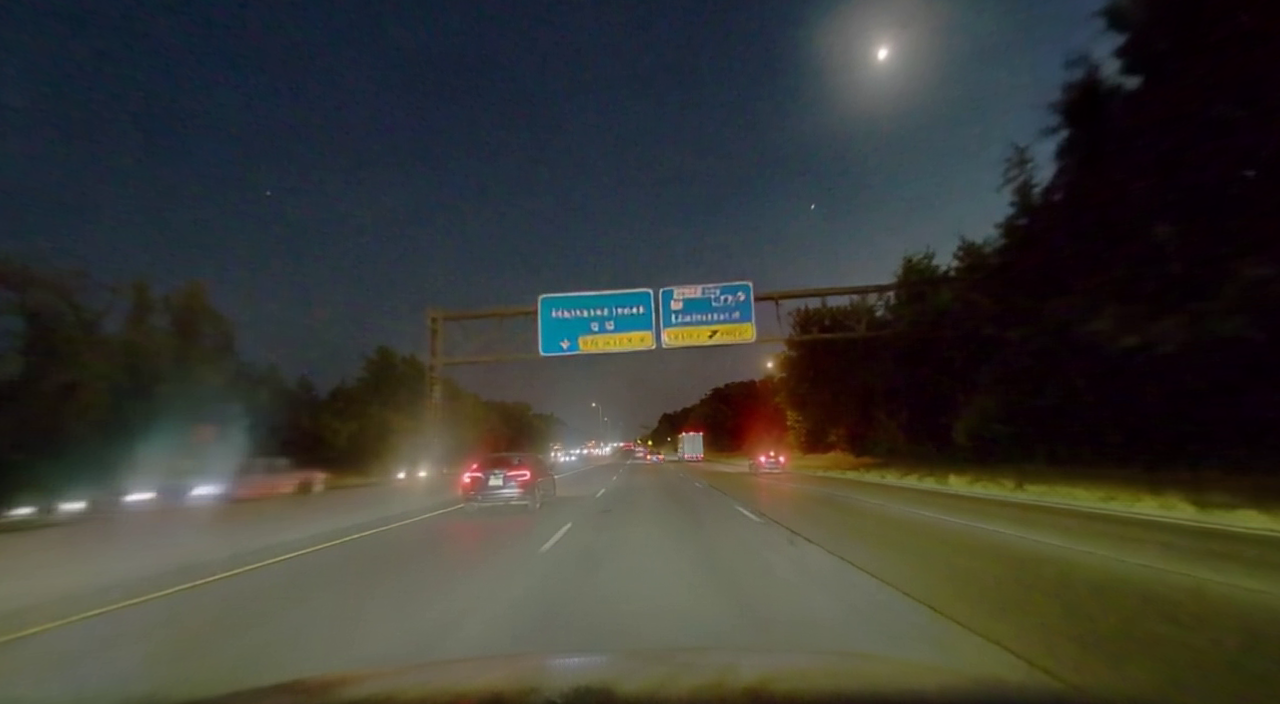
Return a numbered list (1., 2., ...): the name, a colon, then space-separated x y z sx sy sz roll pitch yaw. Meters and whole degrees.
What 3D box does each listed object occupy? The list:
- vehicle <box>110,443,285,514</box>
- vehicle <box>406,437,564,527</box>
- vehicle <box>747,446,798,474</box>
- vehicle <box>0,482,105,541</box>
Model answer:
1. vehicle: -15.038 4.272 21.926 2.276 2.132 5.070 0 -9 1
2. vehicle: -3.004 2.642 13.352 2.191 1.563 4.318 0 -9 1
3. vehicle: 7.647 6.280 36.866 1.943 1.493 4.507 0 -9 -1
4. vehicle: -19.543 4.973 19.947 1.982 1.508 3.669 0 -9 -1
